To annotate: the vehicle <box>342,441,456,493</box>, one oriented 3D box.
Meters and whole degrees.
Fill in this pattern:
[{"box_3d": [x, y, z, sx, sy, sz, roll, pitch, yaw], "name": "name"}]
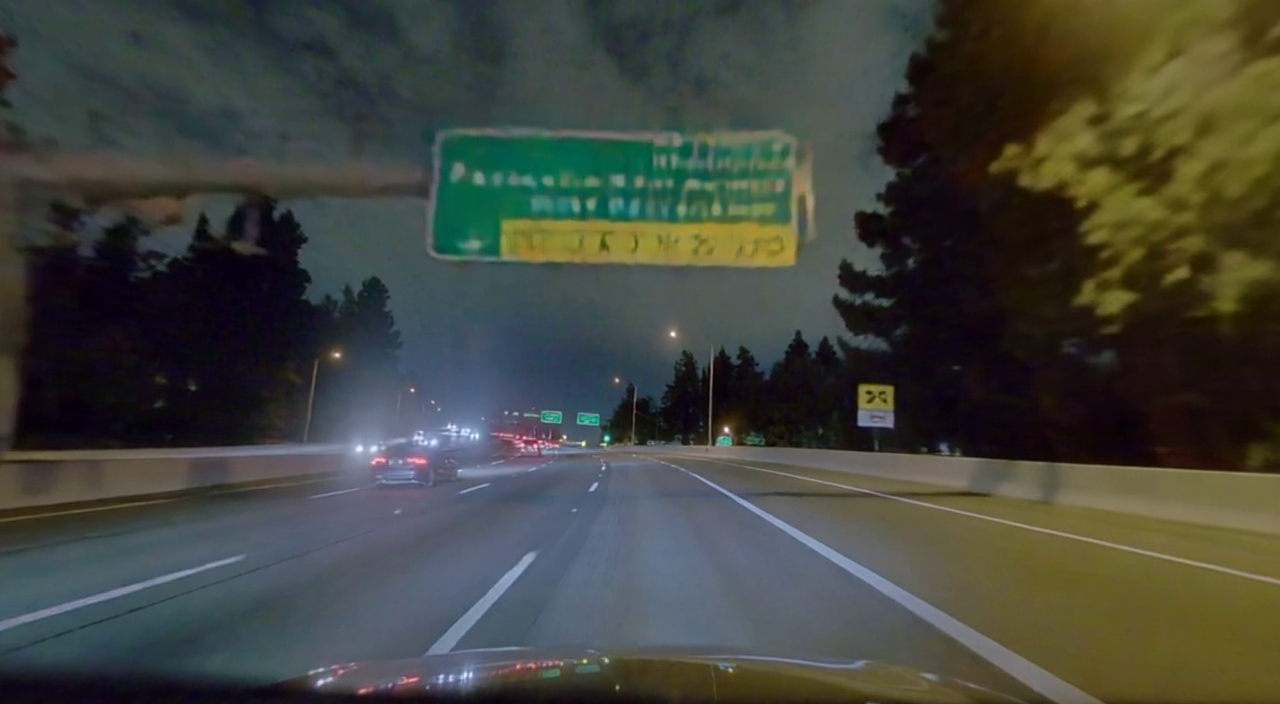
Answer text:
[{"box_3d": [-7.655, 3.662, 20.599, 2.025, 1.494, 4.495, 0, -8, -1], "name": "vehicle"}]
